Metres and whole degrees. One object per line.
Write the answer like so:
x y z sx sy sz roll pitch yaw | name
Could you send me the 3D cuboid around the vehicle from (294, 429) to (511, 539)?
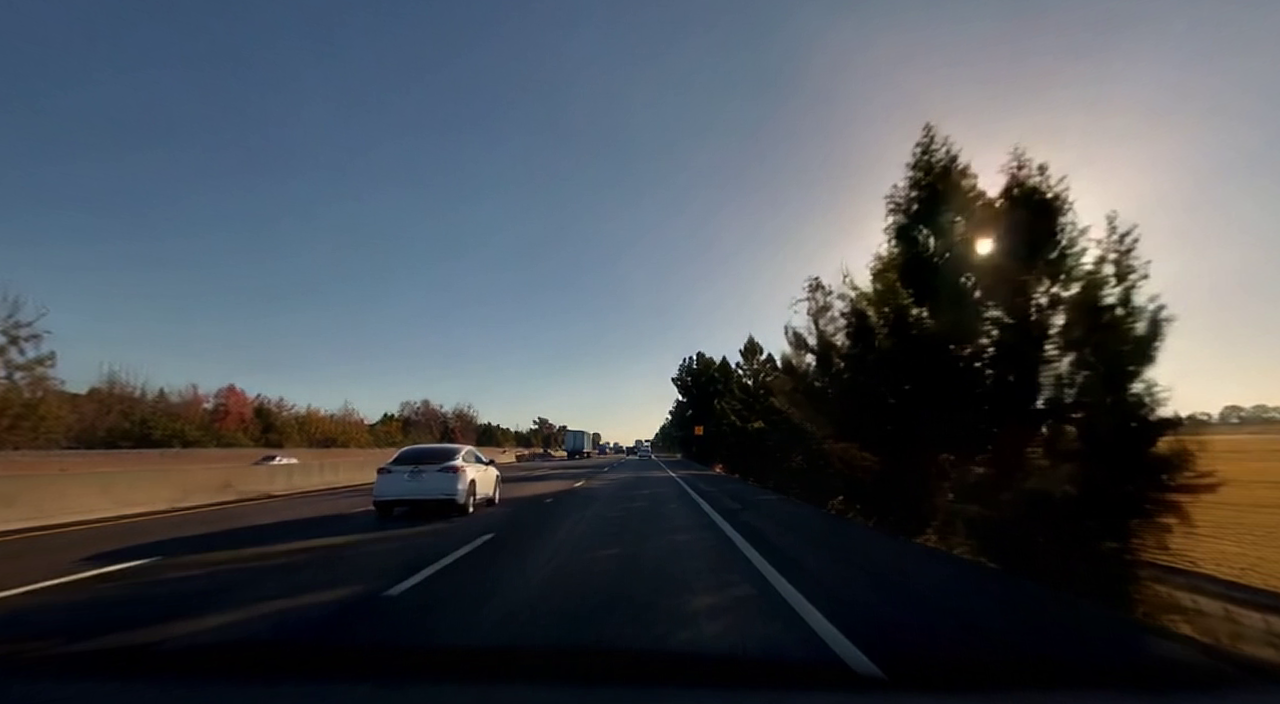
-3.894 2.258 11.461 2.028 1.553 4.820 0 -9 1 | vehicle
